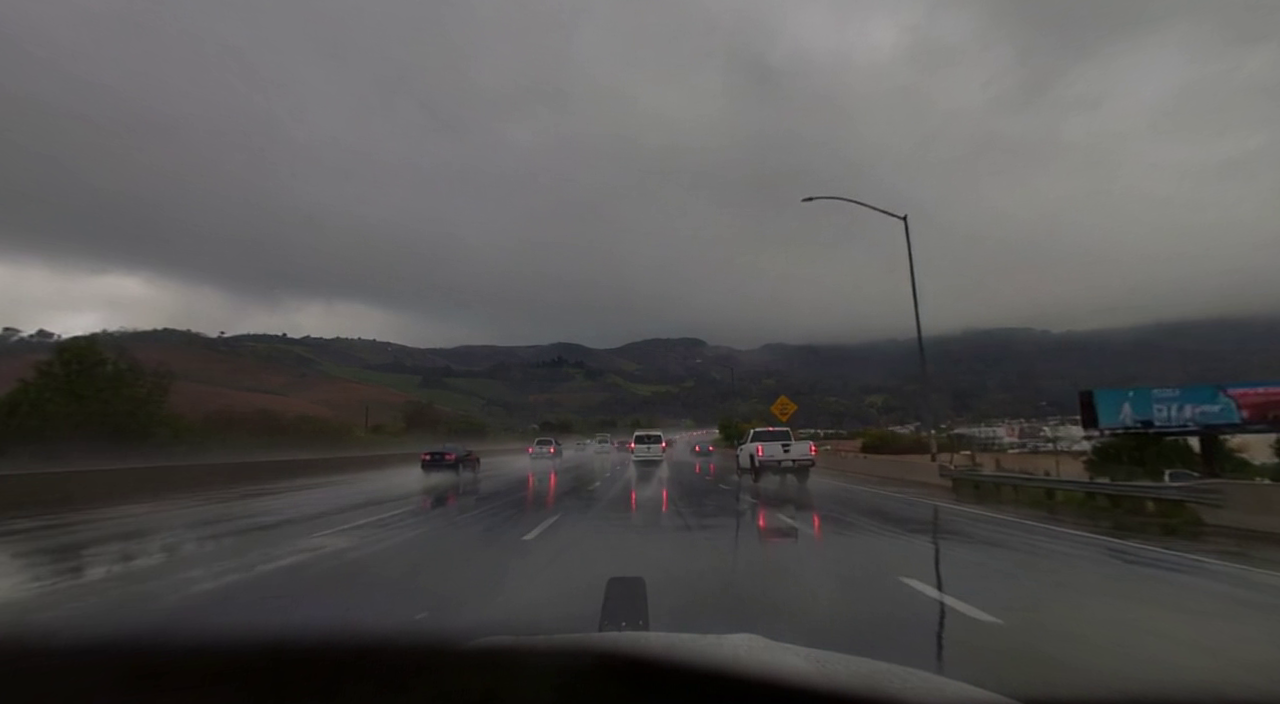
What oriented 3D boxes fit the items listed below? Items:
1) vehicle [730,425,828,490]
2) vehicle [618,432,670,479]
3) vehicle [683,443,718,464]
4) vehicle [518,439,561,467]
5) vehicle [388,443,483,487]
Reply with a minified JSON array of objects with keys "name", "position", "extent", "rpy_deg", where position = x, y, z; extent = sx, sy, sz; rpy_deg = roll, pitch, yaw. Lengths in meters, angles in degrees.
[{"name":"vehicle","position":[4.372,3.409,20.674],"extent":[2.029,1.859,4.669],"rpy_deg":[0,-8,-1]},{"name":"vehicle","position":[0.154,4.412,27.102],"extent":[2.052,1.808,3.898],"rpy_deg":[0,-8,0]},{"name":"vehicle","position":[4.306,7.271,45.385],"extent":[1.998,1.456,4.338],"rpy_deg":[0,-8,-1]},{"name":"vehicle","position":[-6.909,7.017,43.990],"extent":[2.160,1.799,5.001],"rpy_deg":[0,-8,0]},{"name":"vehicle","position":[-7.587,4.216,23.967],"extent":[1.916,1.482,4.908],"rpy_deg":[0,-8,0]}]
